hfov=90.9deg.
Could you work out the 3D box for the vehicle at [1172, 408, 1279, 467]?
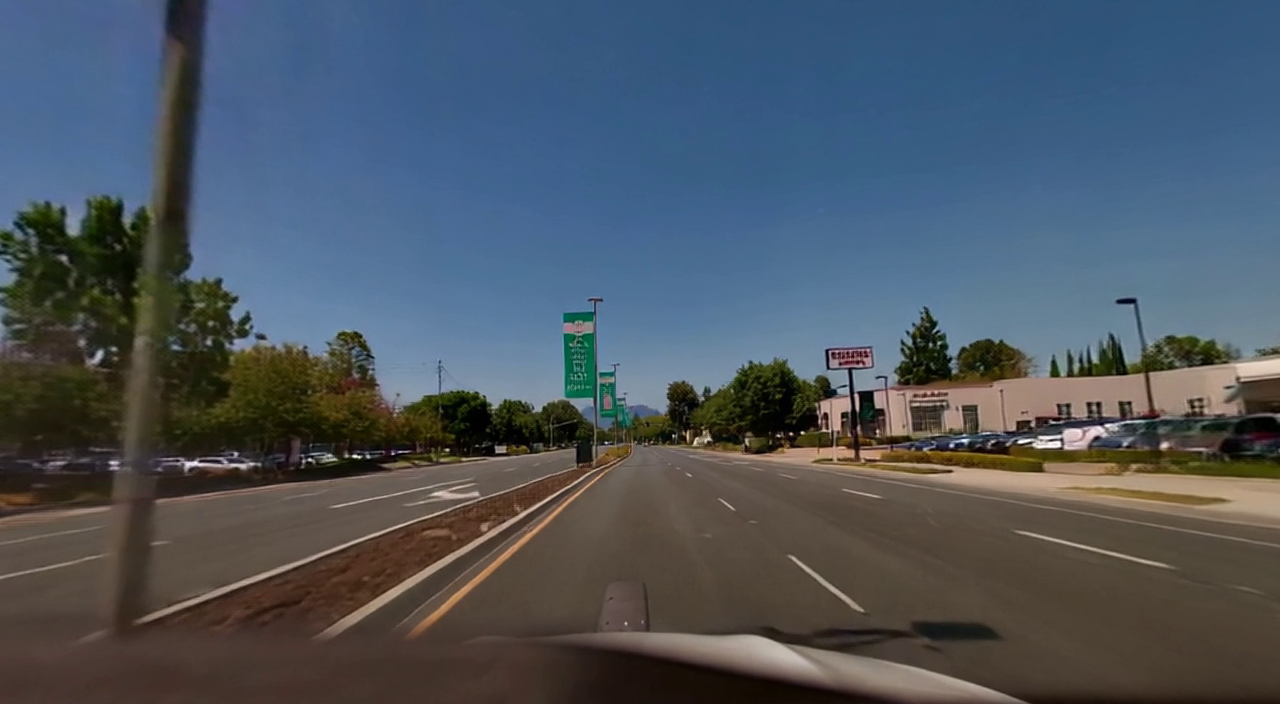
[{"bbox_3d":[20.097,2.699,20.009,4.532,1.763,2.102,1,-7,-2],"label":"vehicle"}]
